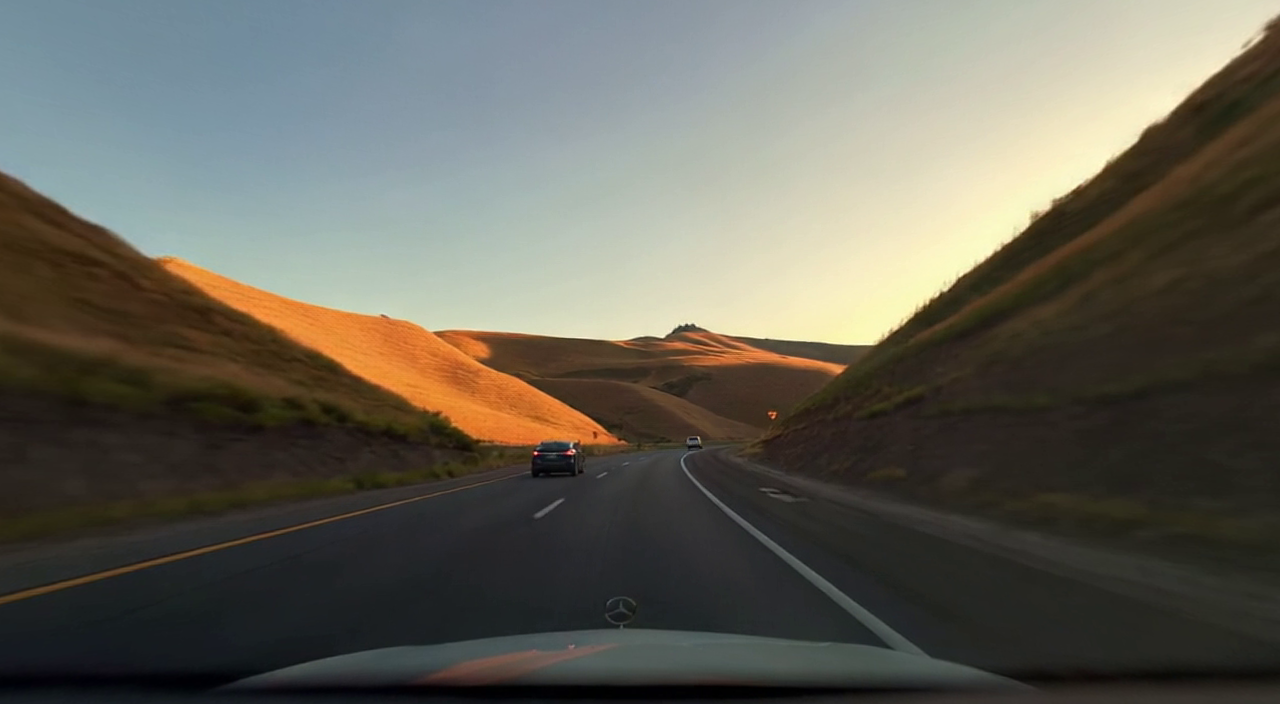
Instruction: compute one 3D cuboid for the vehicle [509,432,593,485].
[{"bbox_3d":[-3.158,3.910,23.487,2.252,1.743,4.560,0,-8,3],"label":"vehicle"}]
